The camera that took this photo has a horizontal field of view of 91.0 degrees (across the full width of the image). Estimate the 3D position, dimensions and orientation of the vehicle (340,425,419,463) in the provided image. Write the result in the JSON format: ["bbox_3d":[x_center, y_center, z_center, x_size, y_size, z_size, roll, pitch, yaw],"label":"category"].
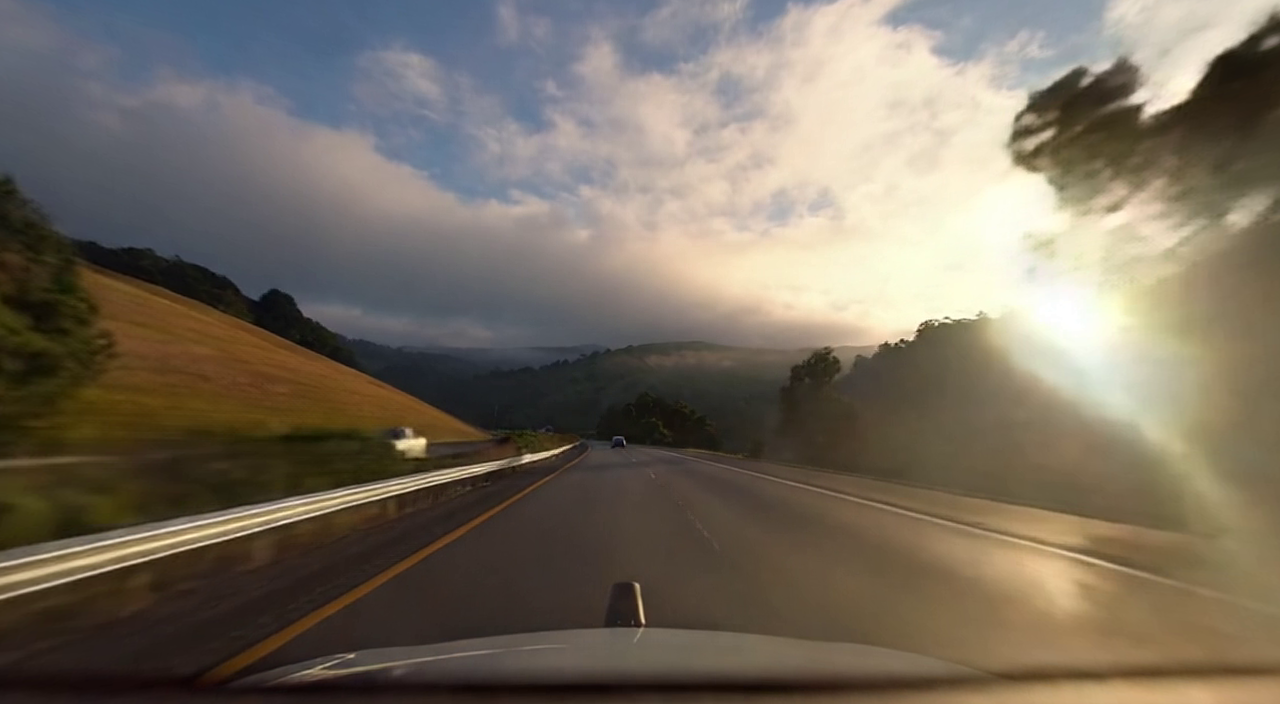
[{"bbox_3d":[-12.883,4.596,31.462,2.143,1.728,4.574,0,-8,-3],"label":"vehicle"}]
